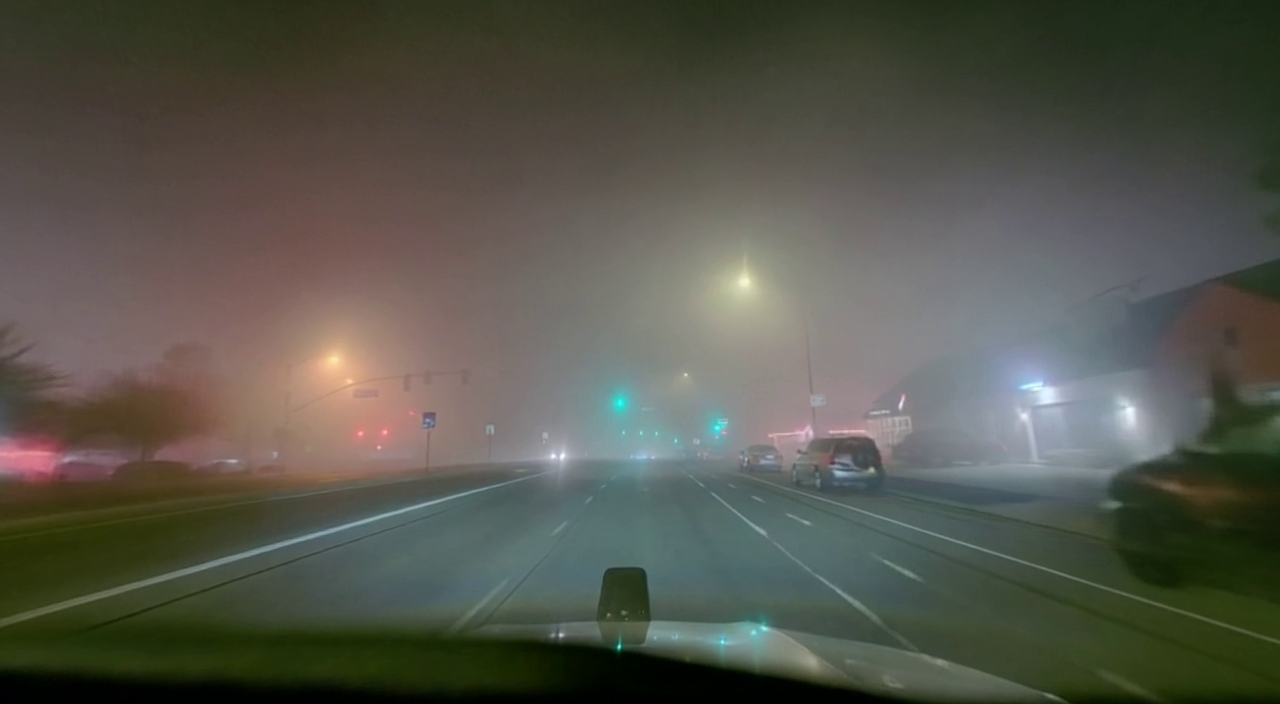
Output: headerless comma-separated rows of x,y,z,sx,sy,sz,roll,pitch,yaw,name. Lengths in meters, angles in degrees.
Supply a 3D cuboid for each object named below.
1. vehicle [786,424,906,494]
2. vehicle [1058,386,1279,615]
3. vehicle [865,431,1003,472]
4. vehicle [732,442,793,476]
5.990,3.204,19.065,1.931,1.814,4.870,0,-9,0,vehicle
5.802,1.081,4.542,1.965,1.705,5.114,0,-9,-1,vehicle
11.648,3.971,25.206,4.532,1.528,1.929,0,-8,2,vehicle
6.089,5.374,31.878,2.057,1.541,4.735,0,-9,-1,vehicle
